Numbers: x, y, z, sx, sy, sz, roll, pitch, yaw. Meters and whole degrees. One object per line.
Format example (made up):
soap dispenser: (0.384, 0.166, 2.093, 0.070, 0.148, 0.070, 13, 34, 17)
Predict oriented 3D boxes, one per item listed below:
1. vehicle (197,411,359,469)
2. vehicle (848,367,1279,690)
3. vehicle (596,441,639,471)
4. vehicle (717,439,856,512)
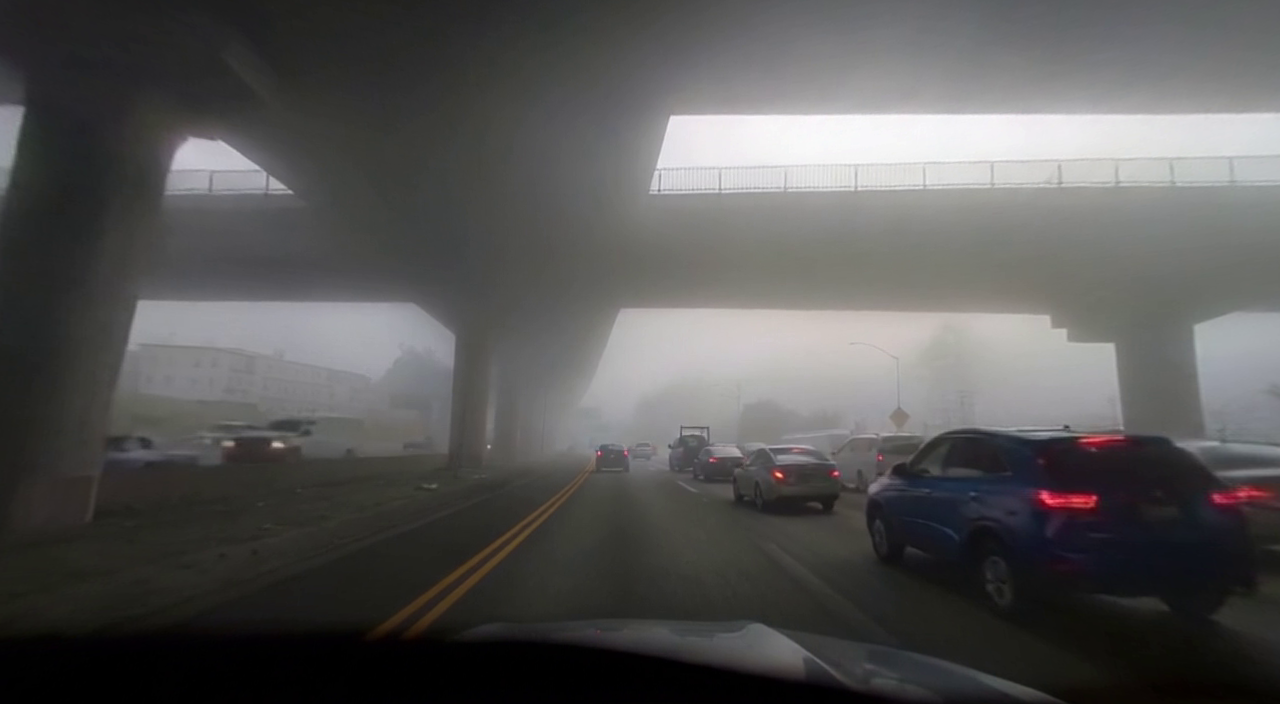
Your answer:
vehicle: (-12.143, 3.068, 21.874, 2.244, 1.735, 5.873, 0, -8, -1)
vehicle: (4.040, 1.322, 6.027, 2.276, 1.739, 5.040, 0, -8, -2)
vehicle: (-1.229, 5.739, 35.094, 2.266, 1.549, 3.978, 0, -8, -2)
vehicle: (3.258, 2.848, 15.176, 2.074, 1.455, 4.646, 0, -8, -2)
